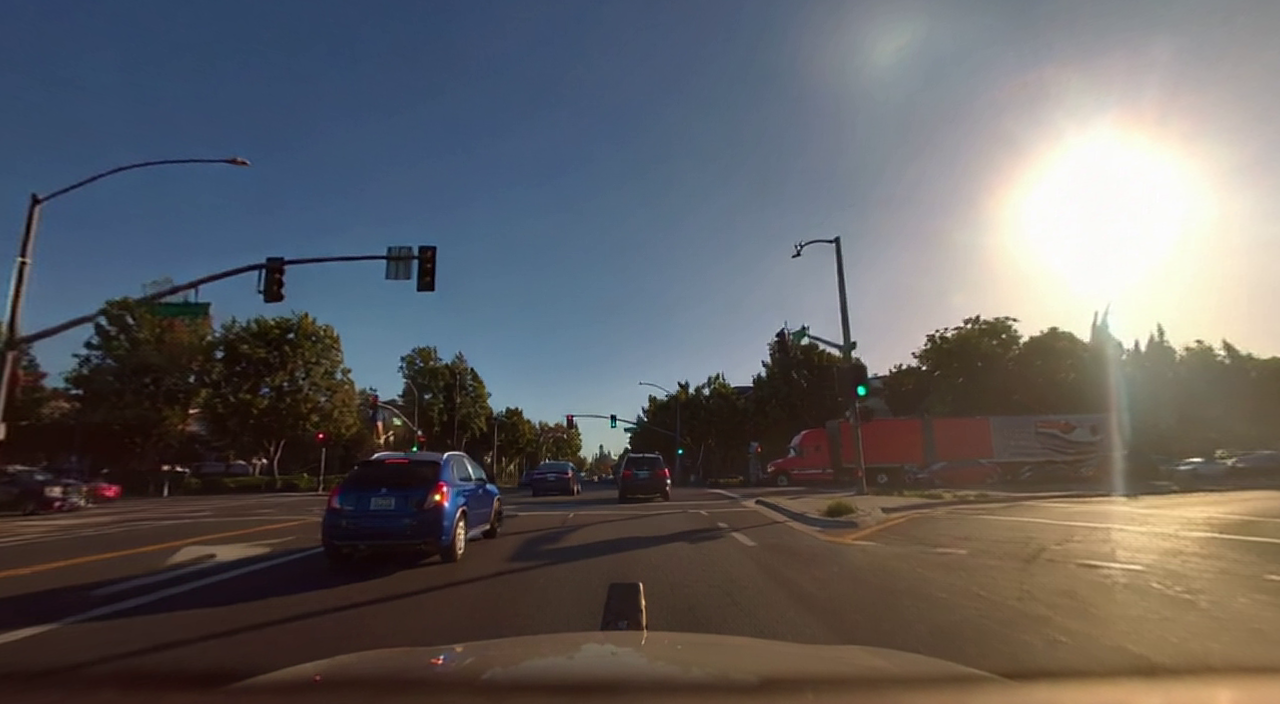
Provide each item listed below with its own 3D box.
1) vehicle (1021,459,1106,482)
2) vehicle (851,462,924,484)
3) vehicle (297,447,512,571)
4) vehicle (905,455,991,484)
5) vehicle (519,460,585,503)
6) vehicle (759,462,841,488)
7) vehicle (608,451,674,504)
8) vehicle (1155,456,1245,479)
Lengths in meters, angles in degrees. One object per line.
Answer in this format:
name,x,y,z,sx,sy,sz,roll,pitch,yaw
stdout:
vehicle,28.745,8.039,42.866,4.365,1.448,1.928,0,-9,0
vehicle,18.202,8.924,46.430,4.478,1.495,2.063,0,-9,-1
vehicle,-3.319,2.242,9.724,1.960,1.528,3.490,0,-8,-1
vehicle,20.804,7.950,42.688,4.585,1.681,2.140,-2,-10,0
vehicle,-3.428,5.162,25.517,2.013,1.474,4.393,0,-8,0
vehicle,10.716,8.287,42.447,4.875,1.473,2.077,-2,-12,-2
vehicle,0.058,4.461,22.770,2.163,1.678,3.846,0,-8,1
vehicle,37.893,7.792,42.709,4.525,1.468,1.839,1,-9,-5
